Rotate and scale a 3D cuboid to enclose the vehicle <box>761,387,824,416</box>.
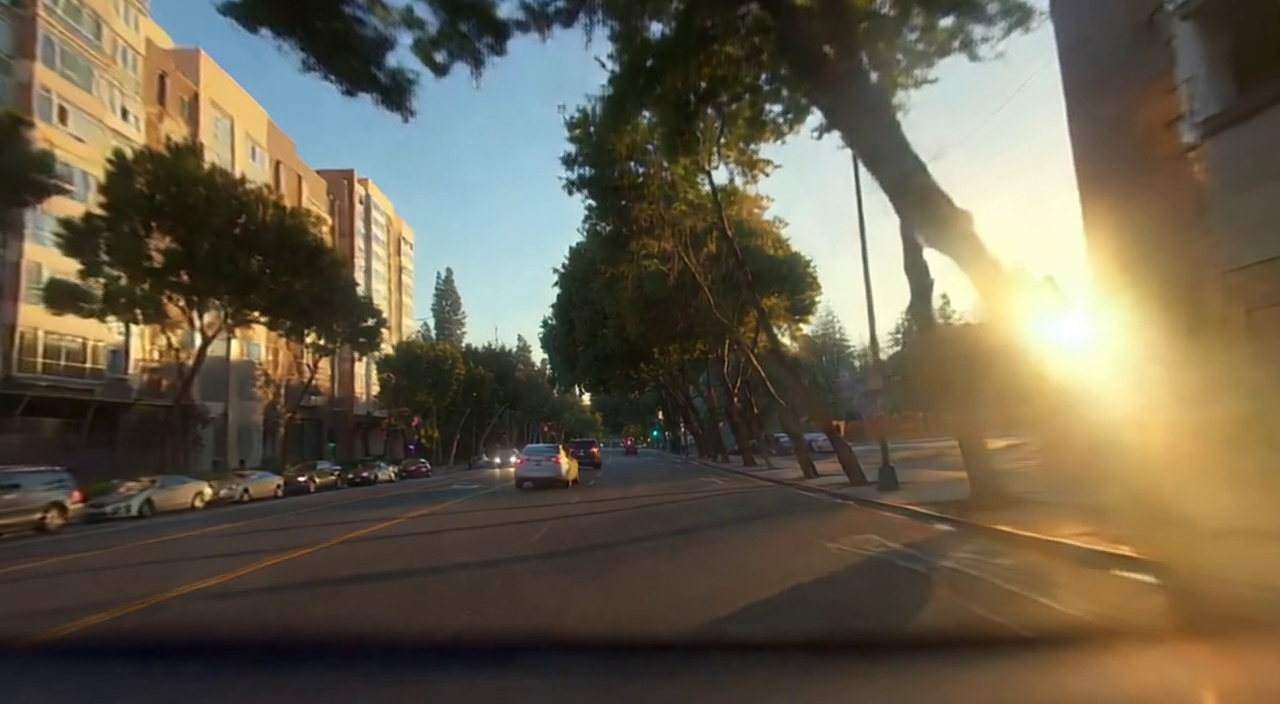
[{"bbox_3d":[10.839,3.571,45.101,3.826,1.601,1.807,-5,-8,-6],"label":"vehicle"}]

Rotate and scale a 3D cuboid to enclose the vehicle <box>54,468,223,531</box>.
[{"bbox_3d":[-15.789,4.615,20.287,1.942,1.431,4.553,-5,-8,-4],"label":"vehicle"}]

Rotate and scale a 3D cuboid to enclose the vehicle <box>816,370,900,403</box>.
[{"bbox_3d":[11.595,1.872,33.795,3.827,1.556,1.730,-1,-9,-1],"label":"vehicle"}]

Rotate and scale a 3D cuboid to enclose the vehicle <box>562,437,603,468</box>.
[{"bbox_3d":[-3.623,6.440,40.746,2.190,1.840,4.720,0,-8,0],"label":"vehicle"}]

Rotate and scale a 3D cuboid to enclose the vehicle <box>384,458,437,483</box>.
[{"bbox_3d":[-16.084,8.311,44.563,2.021,1.438,4.616,-3,-8,0],"label":"vehicle"}]

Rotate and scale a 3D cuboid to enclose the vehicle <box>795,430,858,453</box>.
[{"bbox_3d":[12.343,5.939,41.978,3.527,1.496,1.836,0,-7,-4],"label":"vehicle"}]

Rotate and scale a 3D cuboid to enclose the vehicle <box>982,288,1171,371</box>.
[{"bbox_3d":[12.328,-0.592,18.080,3.932,1.743,1.695,-5,-8,3],"label":"vehicle"}]

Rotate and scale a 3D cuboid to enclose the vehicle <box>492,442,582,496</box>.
[{"bbox_3d":[-3.030,3.527,19.549,2.051,1.454,4.132,0,-8,0],"label":"vehicle"}]

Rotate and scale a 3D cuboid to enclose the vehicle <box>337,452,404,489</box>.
[{"bbox_3d":[-16.364,7.175,38.583,2.079,1.847,4.592,-5,-8,-1],"label":"vehicle"}]

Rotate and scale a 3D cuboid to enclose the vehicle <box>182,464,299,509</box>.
[{"bbox_3d":[-15.989,5.373,25.653,1.871,1.485,4.573,0,-8,-2],"label":"vehicle"}]

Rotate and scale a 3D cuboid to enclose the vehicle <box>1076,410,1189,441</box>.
[{"bbox_3d":[25.308,3.822,32.561,4.215,1.545,1.897,0,-8,0],"label":"vehicle"}]

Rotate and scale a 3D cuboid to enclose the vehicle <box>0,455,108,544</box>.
[{"bbox_3d":[-15.654,3.541,14.913,2.129,1.967,4.907,-4,-9,-4],"label":"vehicle"}]

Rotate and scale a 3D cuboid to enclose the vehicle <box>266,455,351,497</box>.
[{"bbox_3d":[-16.275,6.061,31.330,1.897,1.805,4.538,0,-8,-3],"label":"vehicle"}]
